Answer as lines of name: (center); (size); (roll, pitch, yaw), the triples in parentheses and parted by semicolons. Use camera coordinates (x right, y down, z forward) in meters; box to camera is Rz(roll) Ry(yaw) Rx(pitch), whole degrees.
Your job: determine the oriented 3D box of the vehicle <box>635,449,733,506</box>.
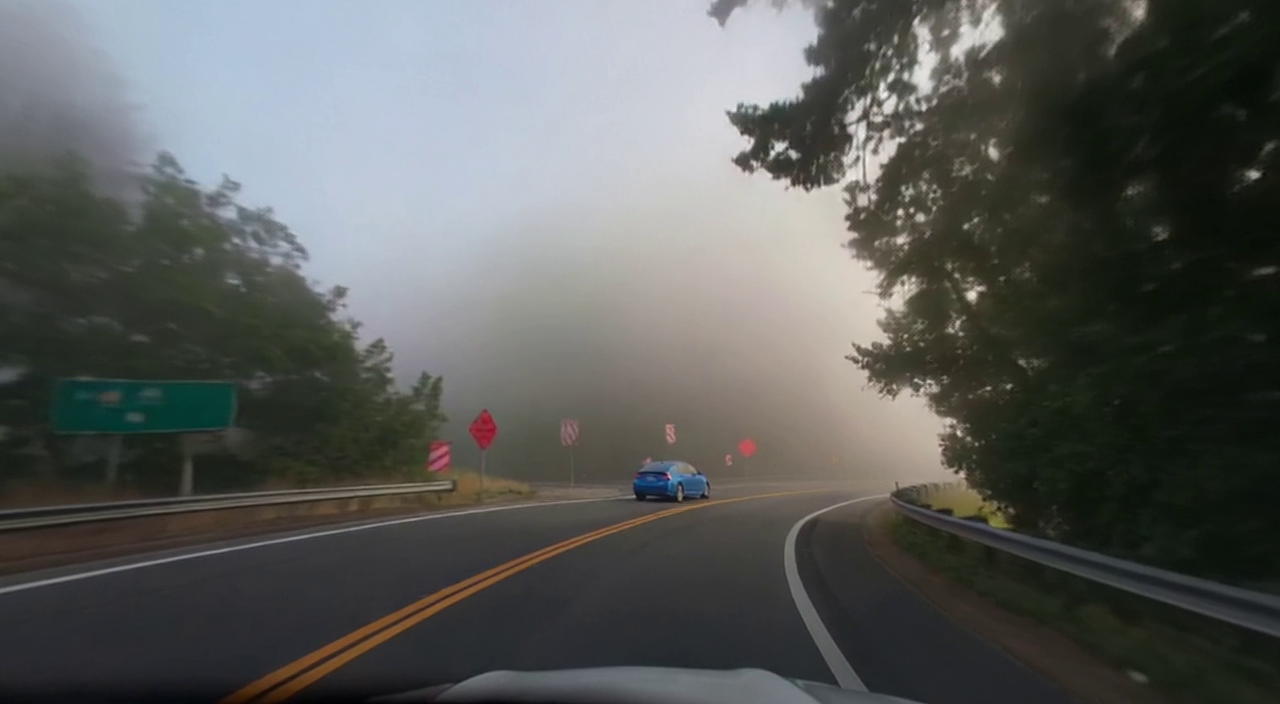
vehicle: (1.626, 4.243, 21.587); (1.997, 1.692, 4.422); (-4, -11, 23)
